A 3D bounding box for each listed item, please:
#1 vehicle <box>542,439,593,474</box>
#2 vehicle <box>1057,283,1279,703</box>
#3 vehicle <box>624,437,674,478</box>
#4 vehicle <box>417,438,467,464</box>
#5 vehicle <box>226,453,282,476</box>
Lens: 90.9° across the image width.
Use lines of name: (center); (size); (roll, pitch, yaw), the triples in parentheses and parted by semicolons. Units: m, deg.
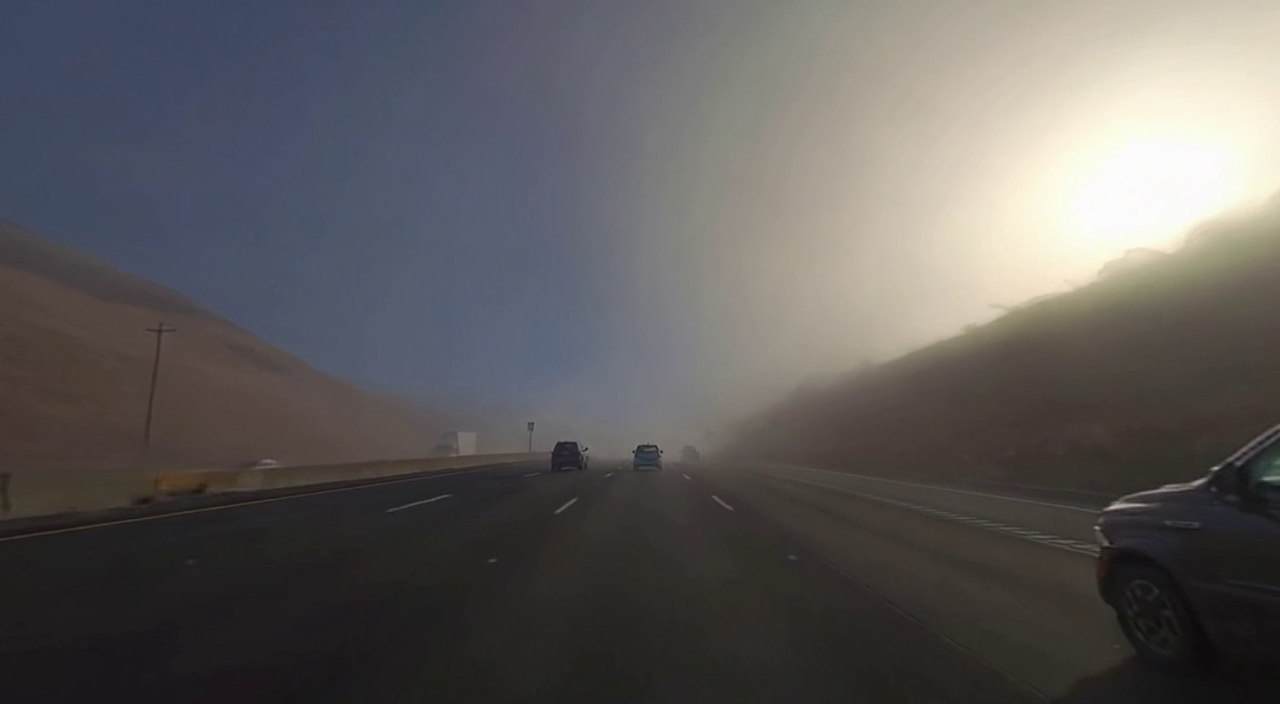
vehicle: (-3.639, 5.343, 32.425); (2.076, 1.690, 4.113); (0, -8, 1)
vehicle: (4.134, 0.468, 1.201); (2.700, 1.980, 5.866); (0, -8, 1)
vehicle: (0.390, 4.707, 28.417); (2.086, 1.685, 4.206); (0, -8, 0)
vehicle: (-12.260, 6.165, 39.326); (1.817, 1.525, 3.880); (0, -8, 1)
vehicle: (-23.522, 6.864, 38.534); (1.398, 1.273, 3.142); (0, -8, 1)
